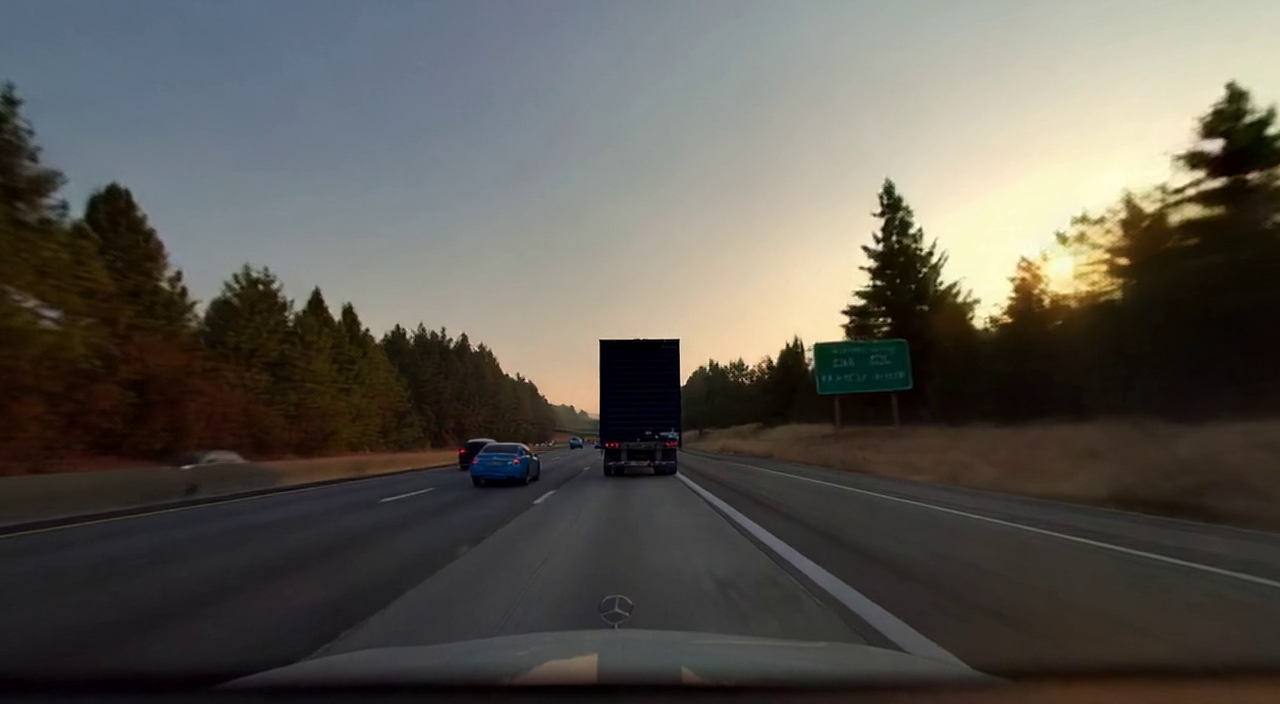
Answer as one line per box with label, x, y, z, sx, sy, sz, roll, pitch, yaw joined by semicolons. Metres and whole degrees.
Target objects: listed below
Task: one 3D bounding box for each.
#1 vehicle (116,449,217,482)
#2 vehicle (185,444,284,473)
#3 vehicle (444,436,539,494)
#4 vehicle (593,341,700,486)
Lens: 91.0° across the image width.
vehicle;-24.504;5.858;32.781;1.821;1.506;4.424;0;-8;0
vehicle;-24.635;6.477;38.550;2.211;1.597;5.503;-1;-8;2
vehicle;-4.331;3.344;19.024;1.854;1.530;4.268;0;-8;0
vehicle;0.072;2.521;23.564;3.073;4.196;10.546;0;-8;-1
